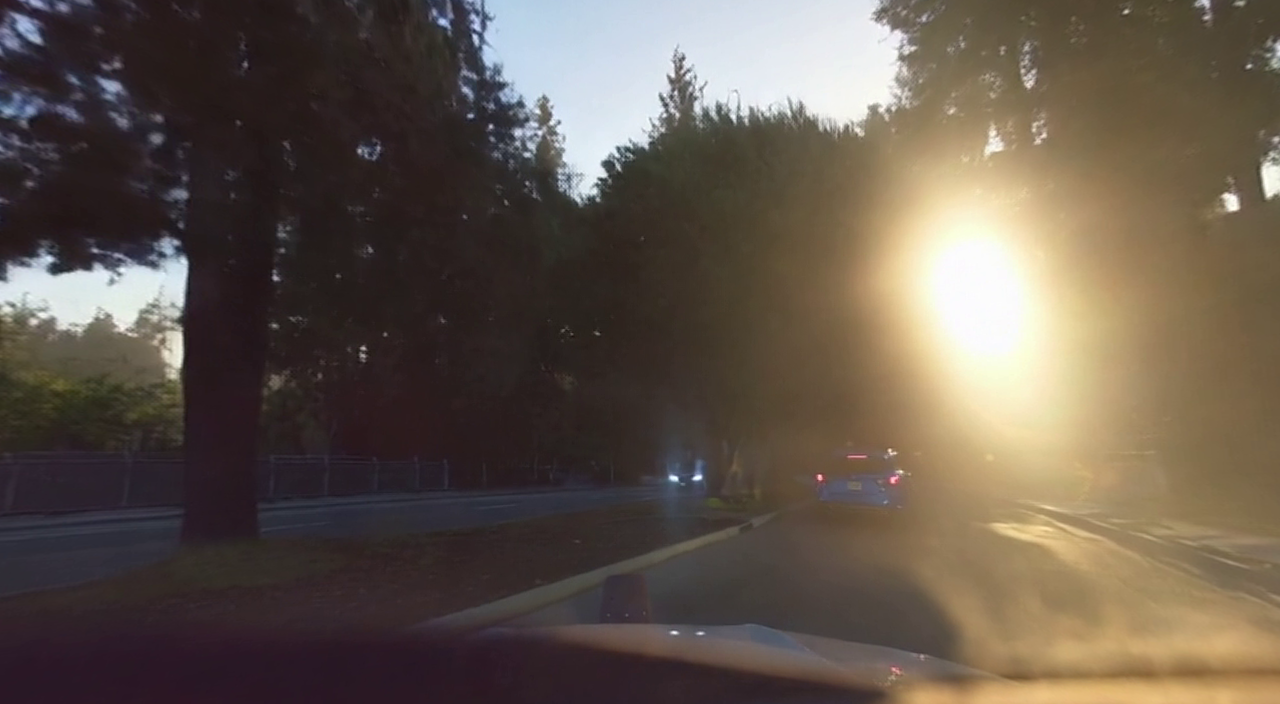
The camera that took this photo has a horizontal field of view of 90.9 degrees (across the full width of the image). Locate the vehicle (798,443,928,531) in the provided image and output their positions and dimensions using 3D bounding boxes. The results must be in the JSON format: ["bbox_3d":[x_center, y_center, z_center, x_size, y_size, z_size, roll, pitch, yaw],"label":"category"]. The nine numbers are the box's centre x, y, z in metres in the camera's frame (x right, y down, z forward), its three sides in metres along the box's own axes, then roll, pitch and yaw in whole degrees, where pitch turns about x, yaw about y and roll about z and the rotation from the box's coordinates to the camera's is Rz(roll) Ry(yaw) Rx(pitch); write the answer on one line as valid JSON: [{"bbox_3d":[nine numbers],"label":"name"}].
[{"bbox_3d":[4.896,2.726,13.449,2.148,1.521,4.089,-4,-9,25],"label":"vehicle"}]

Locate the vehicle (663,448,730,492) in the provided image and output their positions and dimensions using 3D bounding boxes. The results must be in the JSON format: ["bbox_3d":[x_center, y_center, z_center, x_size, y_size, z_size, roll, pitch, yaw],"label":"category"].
[{"bbox_3d":[2.942,5.794,31.467,2.150,1.927,5.209,-3,-9,18],"label":"vehicle"}]
